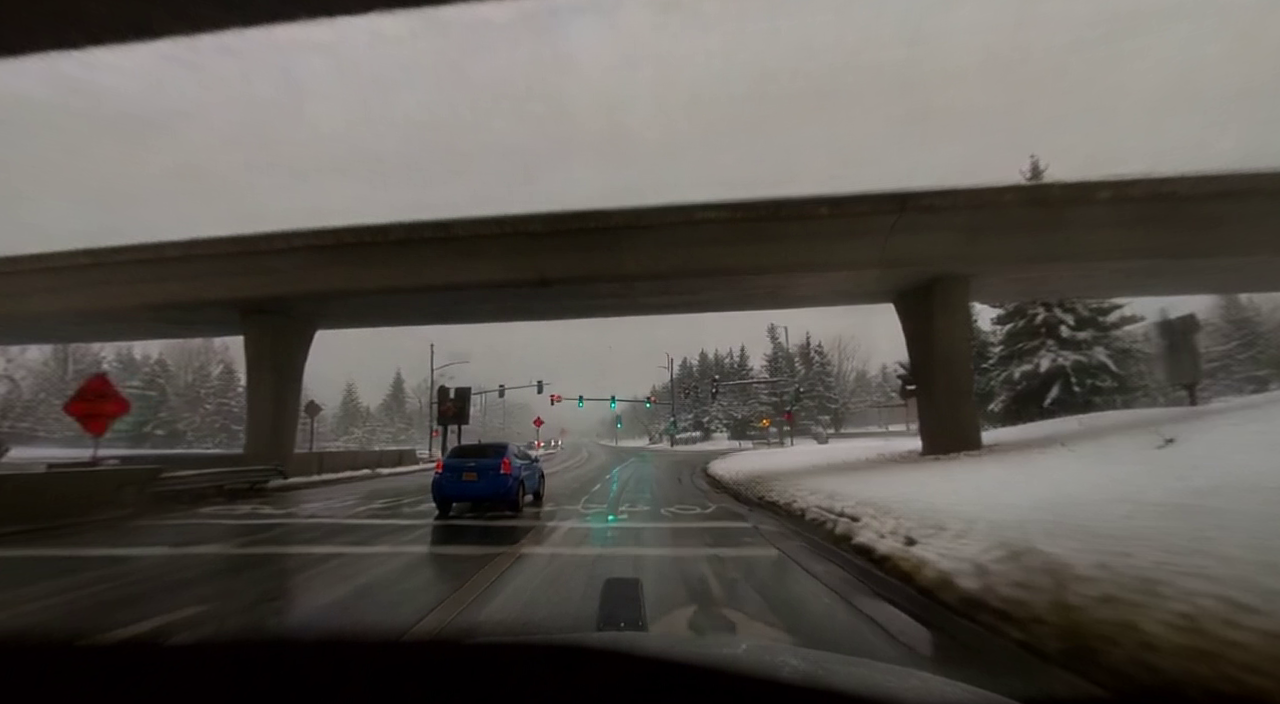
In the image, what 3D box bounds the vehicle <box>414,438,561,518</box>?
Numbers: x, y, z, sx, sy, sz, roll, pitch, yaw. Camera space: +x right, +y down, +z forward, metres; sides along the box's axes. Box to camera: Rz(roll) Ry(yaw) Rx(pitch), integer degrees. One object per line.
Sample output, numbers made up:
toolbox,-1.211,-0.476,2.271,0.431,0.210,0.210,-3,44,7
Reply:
vehicle,-3.106,2.686,13.960,1.963,1.460,4.614,-1,-9,2
